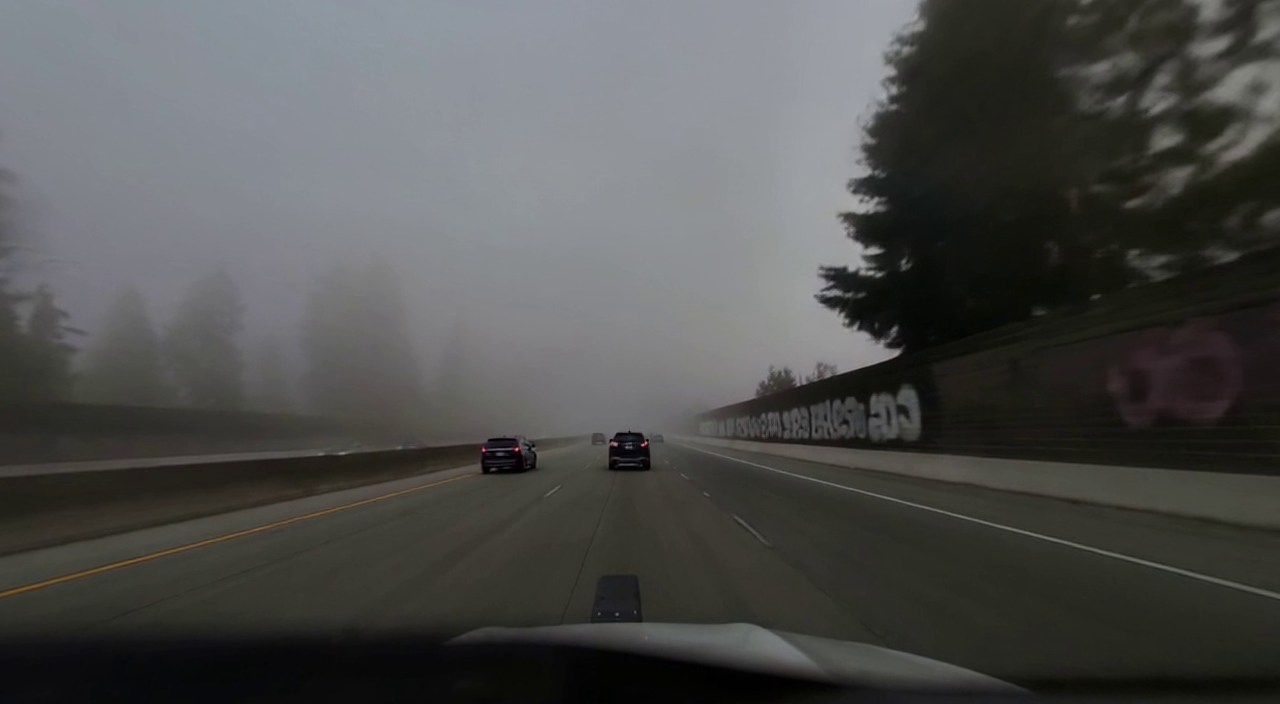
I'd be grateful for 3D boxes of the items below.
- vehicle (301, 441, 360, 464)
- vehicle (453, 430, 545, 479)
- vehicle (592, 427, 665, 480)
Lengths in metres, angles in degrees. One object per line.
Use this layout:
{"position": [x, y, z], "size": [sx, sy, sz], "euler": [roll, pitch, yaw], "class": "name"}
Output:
{"position": [-21.513, 7.001, 44.025], "size": [1.875, 1.477, 4.556], "euler": [0, -8, -1], "class": "vehicle"}
{"position": [-4.549, 3.363, 21.054], "size": [2.022, 1.440, 4.491], "euler": [0, -8, 0], "class": "vehicle"}
{"position": [-0.388, 3.143, 19.748], "size": [2.044, 1.477, 3.693], "euler": [0, -8, -2], "class": "vehicle"}
